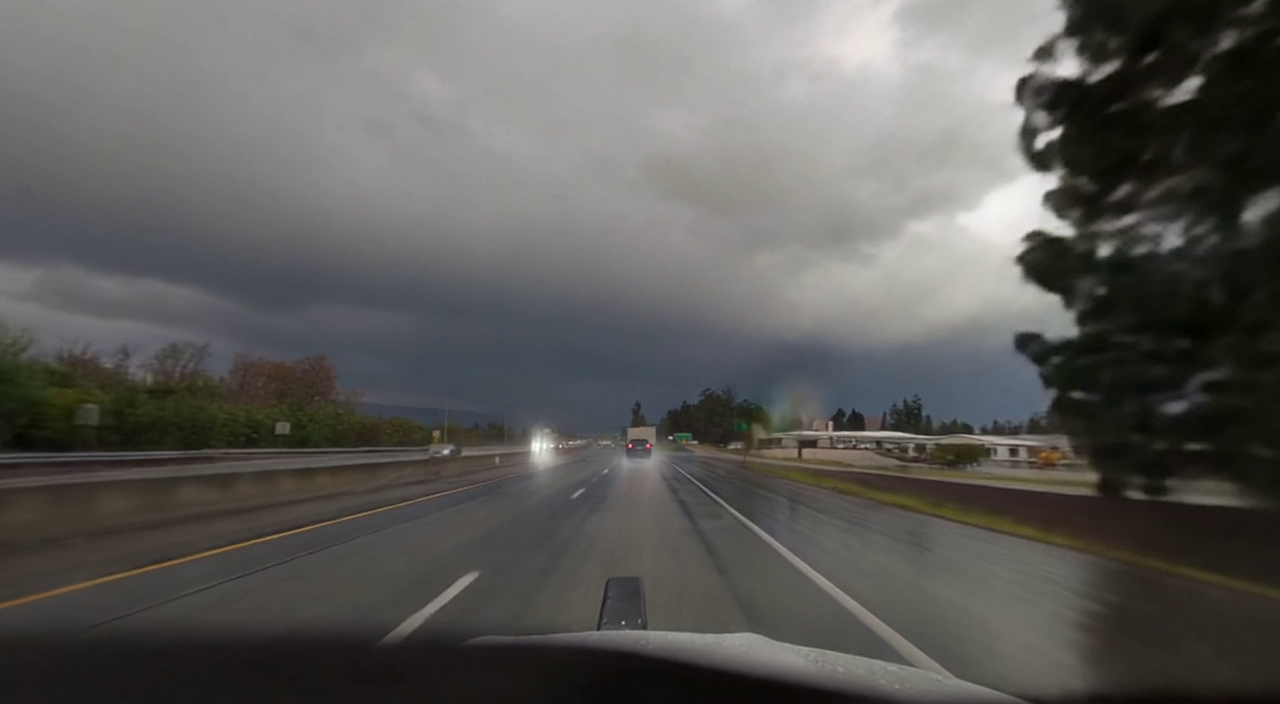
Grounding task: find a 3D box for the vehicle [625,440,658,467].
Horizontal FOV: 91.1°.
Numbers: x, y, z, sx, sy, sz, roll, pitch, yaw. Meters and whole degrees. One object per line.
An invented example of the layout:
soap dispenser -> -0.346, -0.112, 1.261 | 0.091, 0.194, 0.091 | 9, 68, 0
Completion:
vehicle -> 0.033, 6.572, 40.810 | 2.029, 1.666, 4.064 | 0, -8, -1
